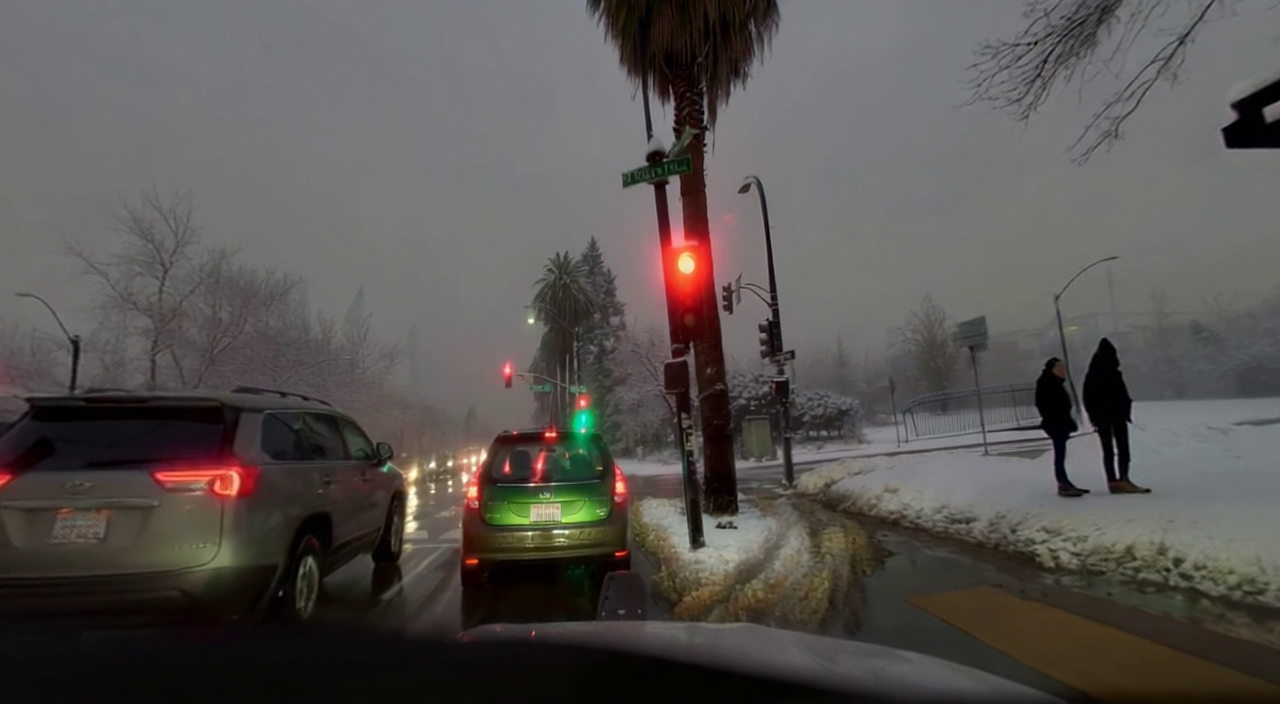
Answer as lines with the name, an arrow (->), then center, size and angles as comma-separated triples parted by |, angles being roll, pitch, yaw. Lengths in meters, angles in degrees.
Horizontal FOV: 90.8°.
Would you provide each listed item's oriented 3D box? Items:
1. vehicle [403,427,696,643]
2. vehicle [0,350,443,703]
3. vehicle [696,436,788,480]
vehicle -> -0.969, 1.607, 6.702 | 2.065, 1.467, 4.289 | 1, -9, -10
vehicle -> -3.146, 1.249, 5.279 | 2.098, 1.851, 4.571 | 1, -9, -8
vehicle -> 5.091, 5.305, 31.756 | 3.986, 1.636, 1.903 | 6, -2, -12
